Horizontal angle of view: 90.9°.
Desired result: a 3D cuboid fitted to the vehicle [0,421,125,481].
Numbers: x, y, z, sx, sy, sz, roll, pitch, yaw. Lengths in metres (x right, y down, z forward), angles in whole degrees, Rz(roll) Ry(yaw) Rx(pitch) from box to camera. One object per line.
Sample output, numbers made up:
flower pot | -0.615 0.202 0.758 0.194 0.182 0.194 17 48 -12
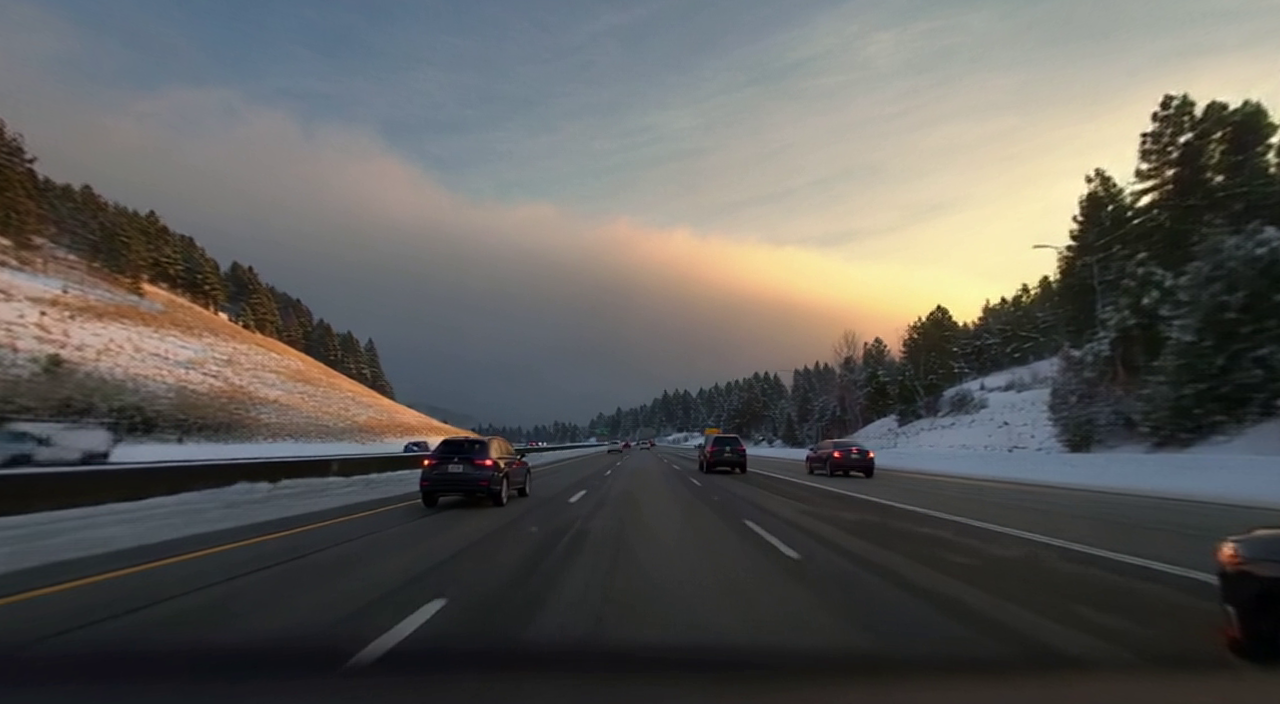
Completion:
vehicle | -35.183 5.789 37.037 2.759 3.143 8.346 0 -8 0

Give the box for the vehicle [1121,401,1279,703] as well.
vehicle | 3.458 0.723 1.048 1.941 1.481 4.300 0 -8 1

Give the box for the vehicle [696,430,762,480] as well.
vehicle | 3.671 4.375 27.054 2.121 1.925 5.056 0 -8 0

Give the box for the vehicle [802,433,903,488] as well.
vehicle | 7.291 3.759 22.146 1.998 1.717 4.338 0 -8 0

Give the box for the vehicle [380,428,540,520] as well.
vehicle | -3.701 2.596 13.970 2.166 1.672 4.388 0 -8 1
